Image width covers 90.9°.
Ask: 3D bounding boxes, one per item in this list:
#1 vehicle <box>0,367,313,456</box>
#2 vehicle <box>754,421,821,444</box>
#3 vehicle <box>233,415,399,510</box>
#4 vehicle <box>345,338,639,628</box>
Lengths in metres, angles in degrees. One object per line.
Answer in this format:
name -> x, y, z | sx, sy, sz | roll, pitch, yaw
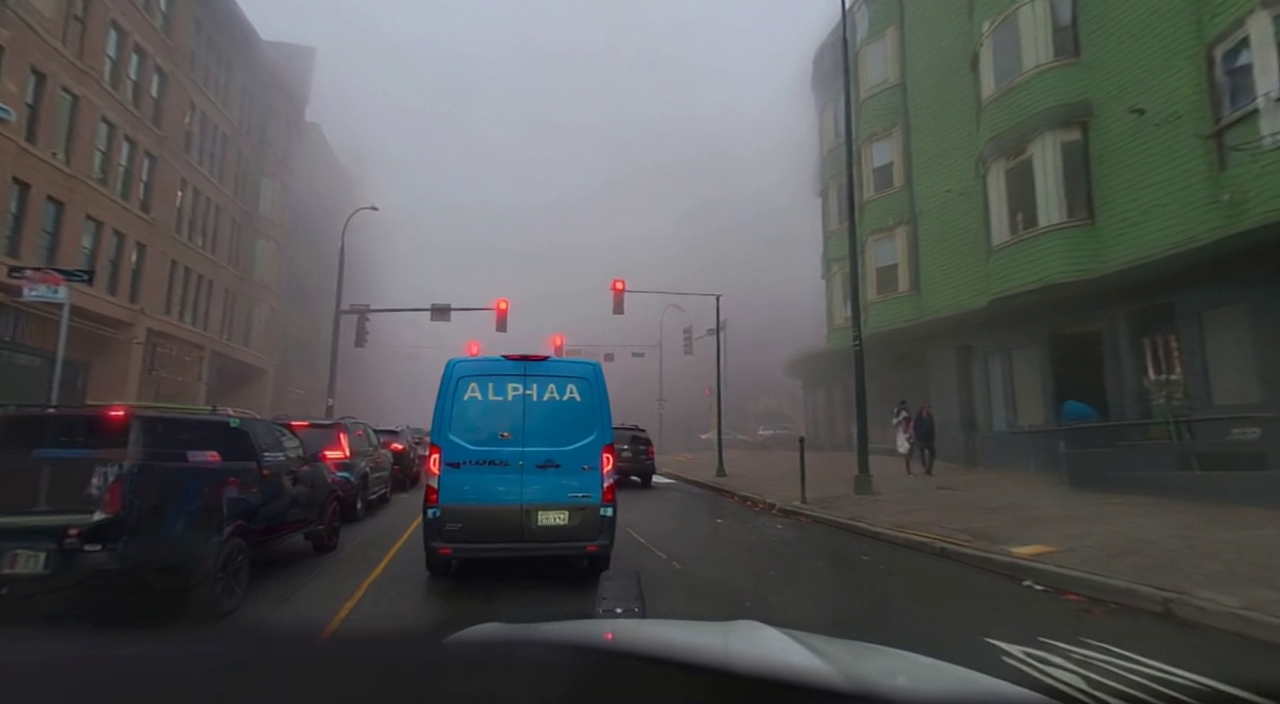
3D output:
vehicle -> -19.401, 2.497, 25.204 | 10.606, 3.178, 3.014 | 2, -8, -14
vehicle -> 9.690, 5.336, 41.540 | 3.885, 1.449, 1.757 | 2, -8, -14
vehicle -> -5.753, 1.966, 11.684 | 1.841, 1.461, 3.426 | 2, -8, -12
vehicle -> -1.408, 1.159, 6.498 | 1.951, 1.907, 4.266 | 2, -8, -12
